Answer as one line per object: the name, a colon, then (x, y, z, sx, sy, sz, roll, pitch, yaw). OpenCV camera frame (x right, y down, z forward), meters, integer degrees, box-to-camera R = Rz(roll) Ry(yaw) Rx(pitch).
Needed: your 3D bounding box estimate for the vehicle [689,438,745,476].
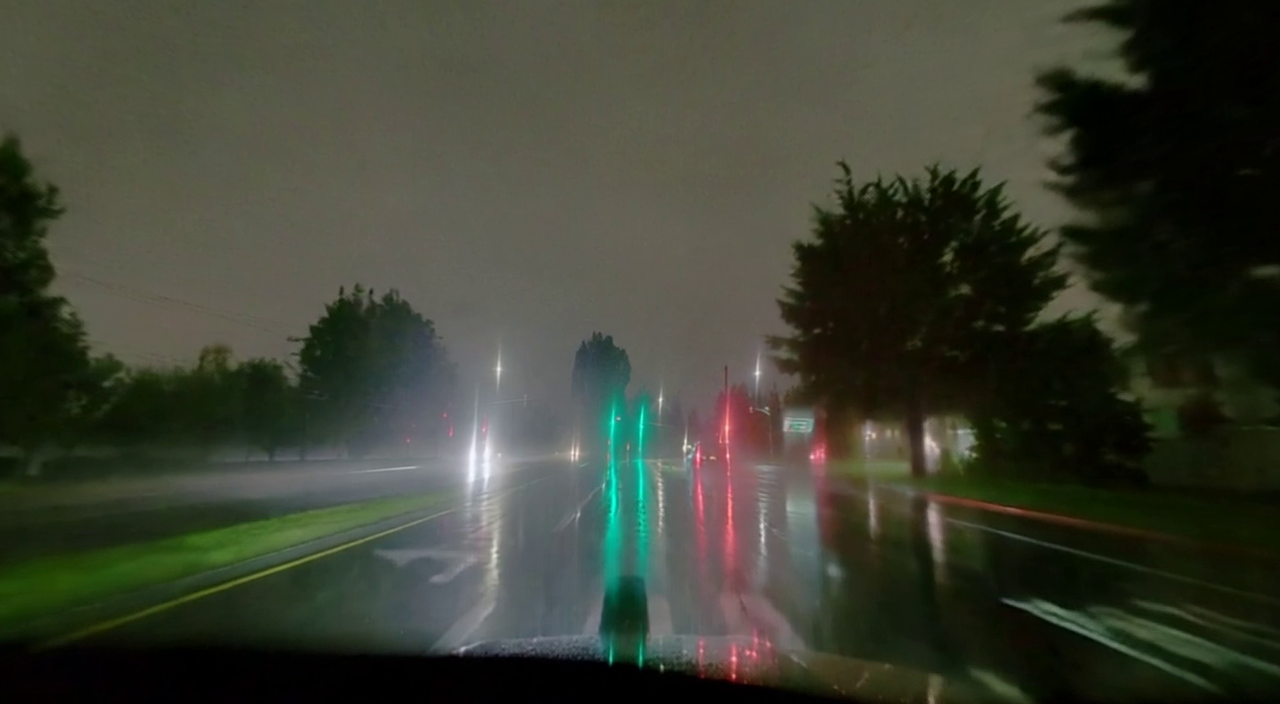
vehicle: (3.857, 5.371, 32.437, 2.240, 1.781, 4.433, 0, -9, -1)
